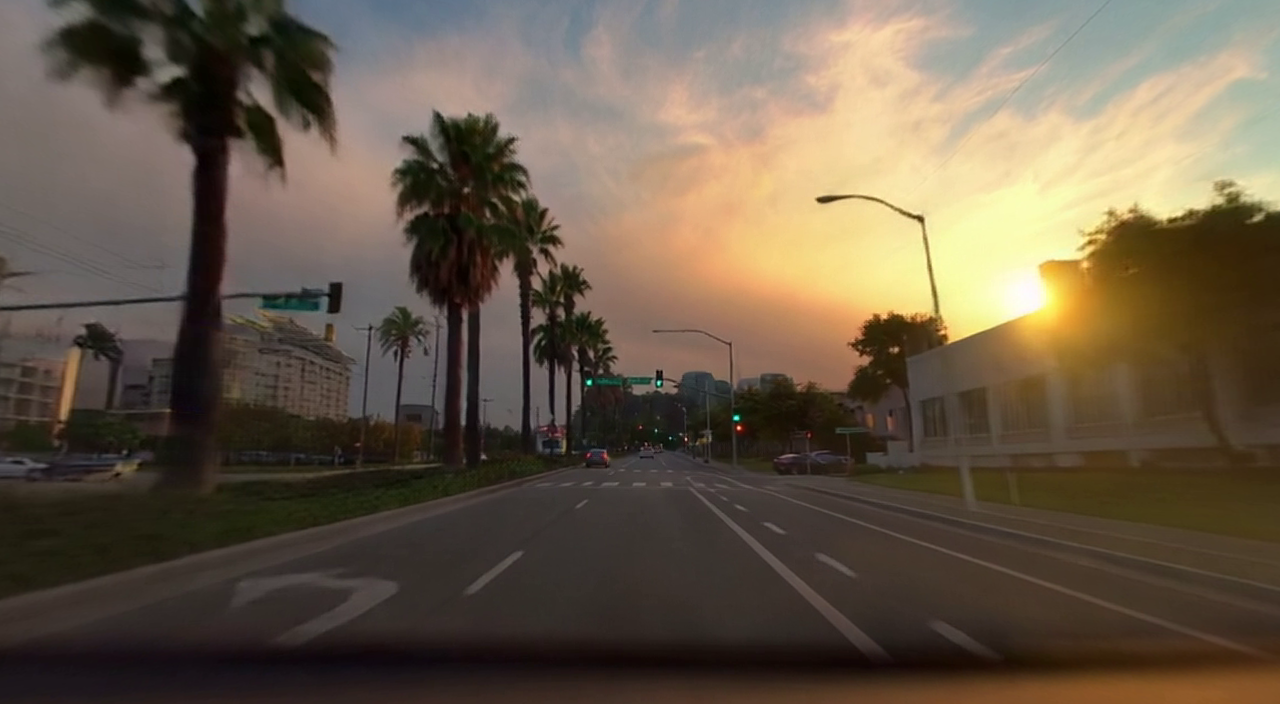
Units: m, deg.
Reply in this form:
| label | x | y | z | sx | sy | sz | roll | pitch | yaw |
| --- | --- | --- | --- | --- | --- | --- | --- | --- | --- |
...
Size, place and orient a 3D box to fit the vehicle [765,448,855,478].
| label | x | y | z | sx | sy | sz | roll | pitch | yaw |
| --- | --- | --- | --- | --- | --- | --- | --- | --- | --- |
| vehicle | 9.101 | 5.978 | 34.031 | 4.509 | 1.520 | 1.952 | -1 | -9 | 11 |

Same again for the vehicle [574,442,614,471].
| label | x | y | z | sx | sy | sz | roll | pitch | yaw |
| --- | --- | --- | --- | --- | --- | --- | --- | --- | --- |
| vehicle | -2.972 | 6.910 | 41.745 | 2.116 | 1.806 | 4.516 | 0 | -9 | 2 |

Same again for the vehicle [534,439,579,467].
| label | x | y | z | sx | sy | sz | roll | pitch | yaw |
| --- | --- | --- | --- | --- | --- | --- | --- | --- | --- |
| vehicle | -6.418 | 7.891 | 49.235 | 2.457 | 2.010 | 6.330 | 0 | -9 | 1 |

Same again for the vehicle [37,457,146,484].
| label | x | y | z | sx | sy | sz | roll | pitch | yaw |
| --- | --- | --- | --- | --- | --- | --- | --- | --- | --- |
| vehicle | -34.121 | 7.378 | 39.279 | 4.808 | 1.529 | 1.979 | 1 | -9 | -3 |
